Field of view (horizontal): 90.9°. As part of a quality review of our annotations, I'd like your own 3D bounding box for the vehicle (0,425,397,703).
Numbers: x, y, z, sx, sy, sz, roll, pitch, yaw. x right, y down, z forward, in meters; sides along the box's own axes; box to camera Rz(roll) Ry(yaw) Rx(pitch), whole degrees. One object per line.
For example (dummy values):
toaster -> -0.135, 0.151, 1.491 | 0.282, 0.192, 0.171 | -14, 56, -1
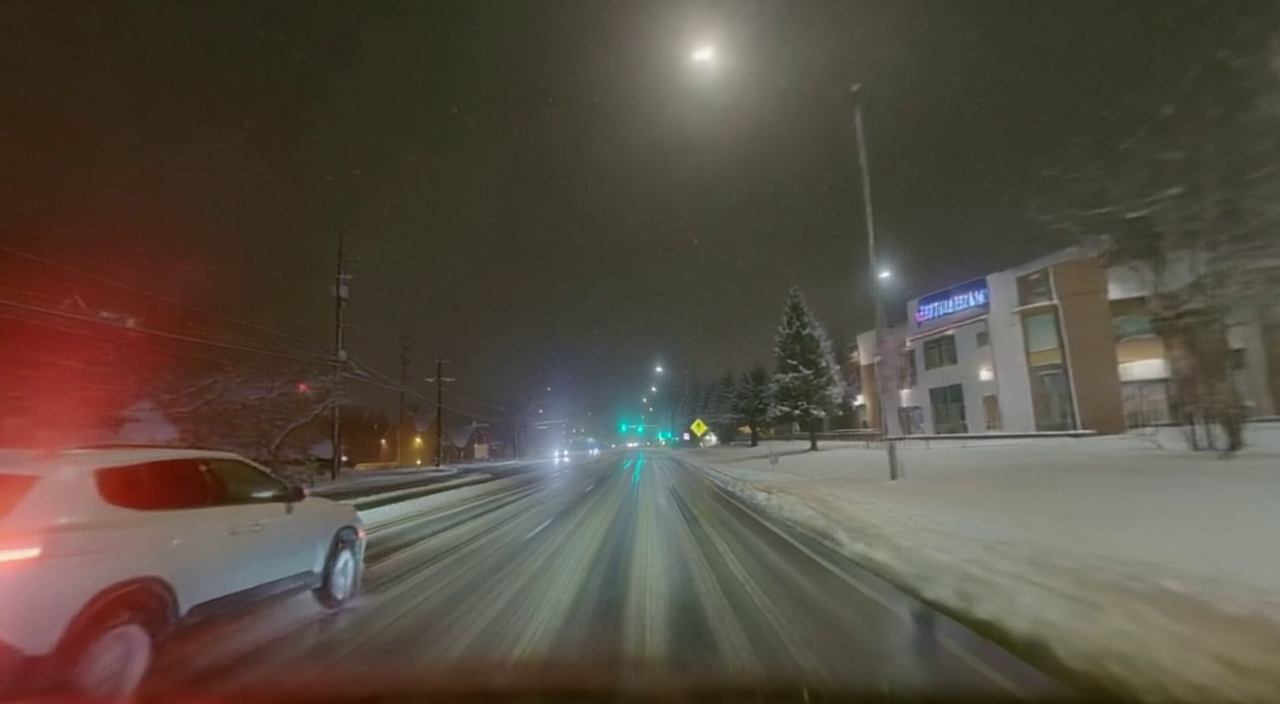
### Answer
vehicle -> -3.516, 1.270, 4.049 | 1.972, 1.490, 4.591 | 0, -8, 1
